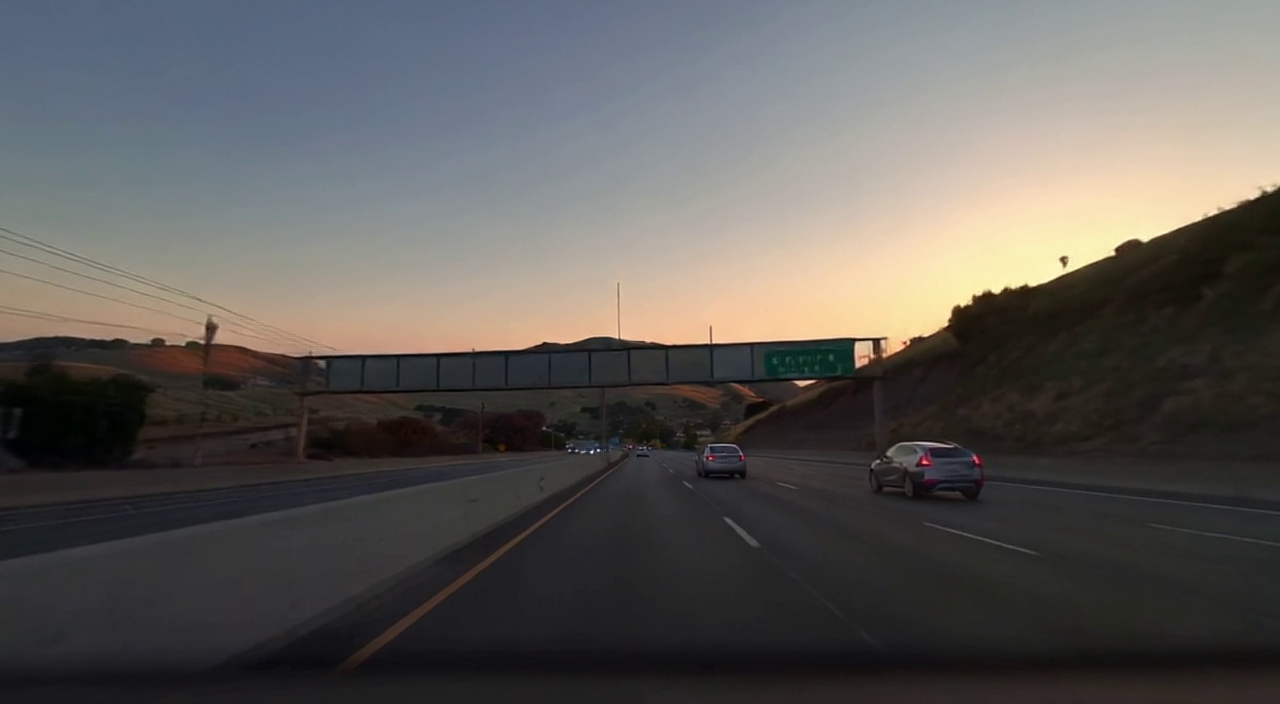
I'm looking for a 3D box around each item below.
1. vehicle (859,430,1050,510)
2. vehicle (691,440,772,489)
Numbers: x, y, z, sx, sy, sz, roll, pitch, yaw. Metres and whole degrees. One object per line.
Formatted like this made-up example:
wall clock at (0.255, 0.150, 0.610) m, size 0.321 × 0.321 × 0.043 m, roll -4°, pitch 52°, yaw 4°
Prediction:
vehicle at (6.932, 2.643, 14.649) m, size 1.988 × 1.530 × 4.777 m, roll 0°, pitch -8°, yaw 0°
vehicle at (2.916, 3.696, 21.088) m, size 2.044 × 1.444 × 4.216 m, roll 0°, pitch -8°, yaw -1°
